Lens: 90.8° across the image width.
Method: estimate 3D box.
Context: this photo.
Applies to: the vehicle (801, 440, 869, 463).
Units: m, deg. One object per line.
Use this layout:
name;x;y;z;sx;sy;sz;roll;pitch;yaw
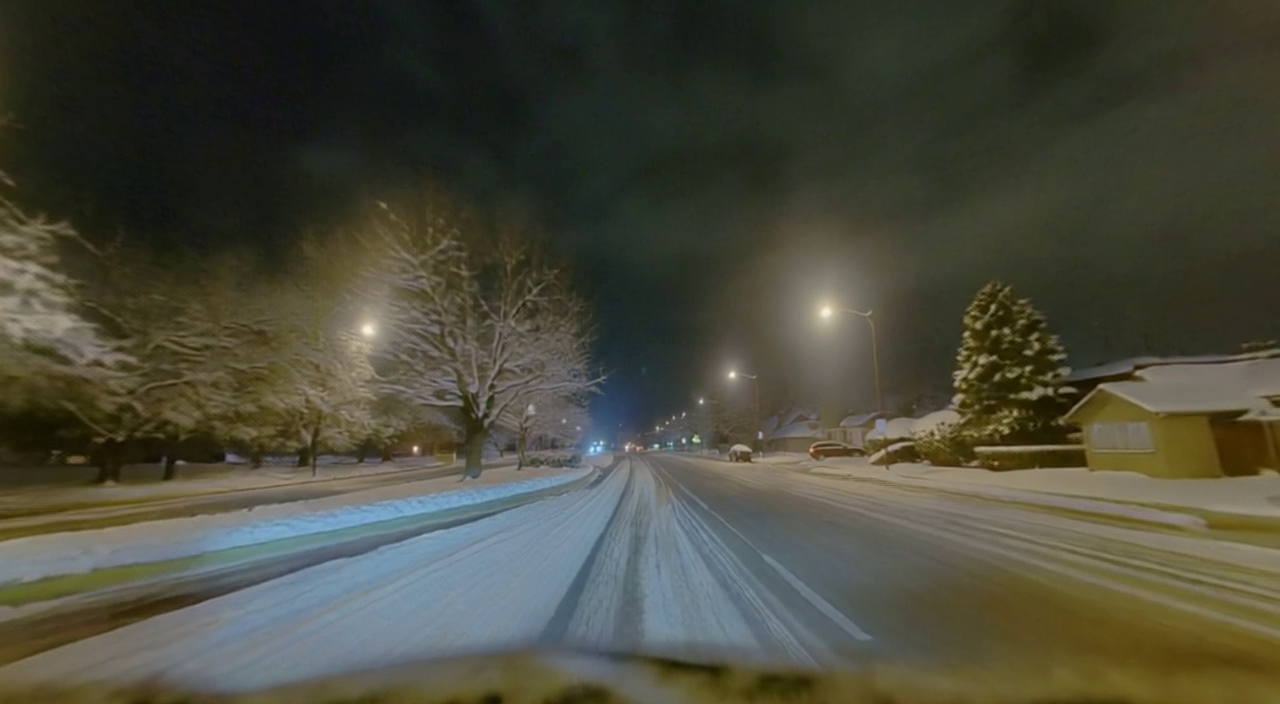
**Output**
vehicle;15.292;7.797;49.621;4.605;1.779;2.135;0;-9;-1
